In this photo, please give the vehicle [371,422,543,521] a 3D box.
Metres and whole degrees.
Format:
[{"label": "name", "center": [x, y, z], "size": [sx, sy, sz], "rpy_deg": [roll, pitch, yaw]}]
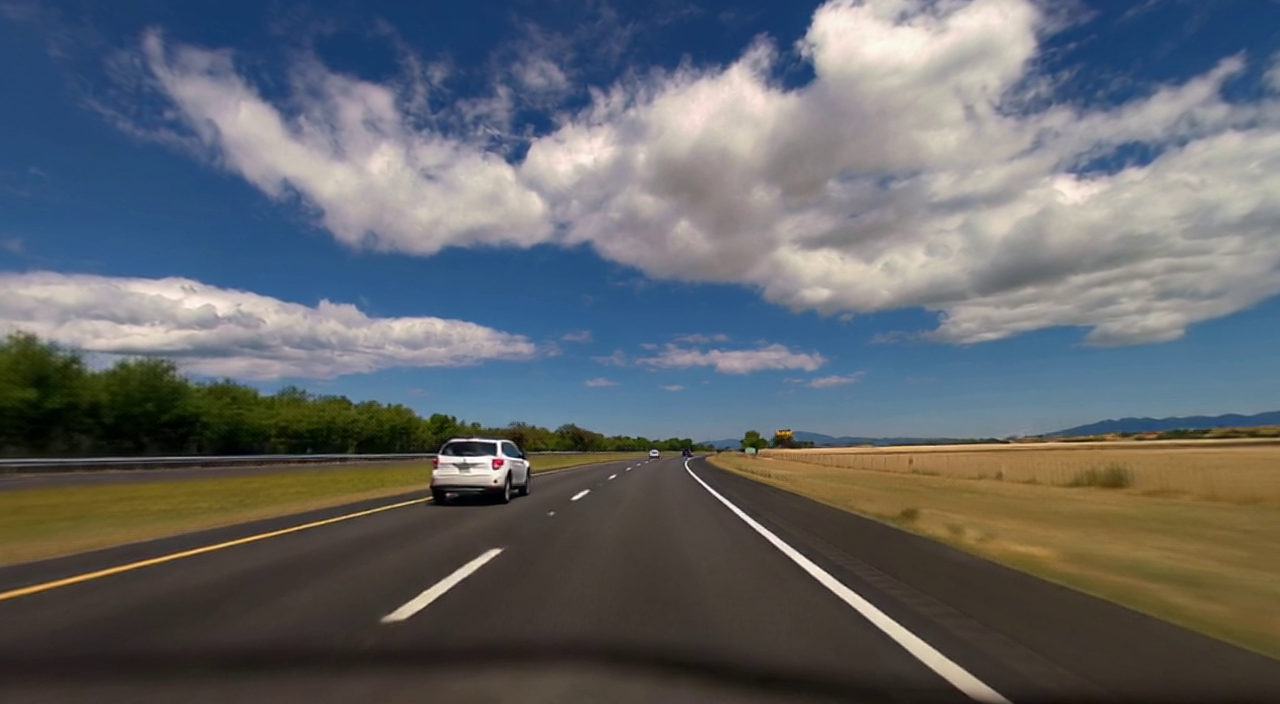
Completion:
[{"label": "vehicle", "center": [-3.704, 2.539, 13.881], "size": [2.193, 1.771, 4.757], "rpy_deg": [0, -9, 2]}]
